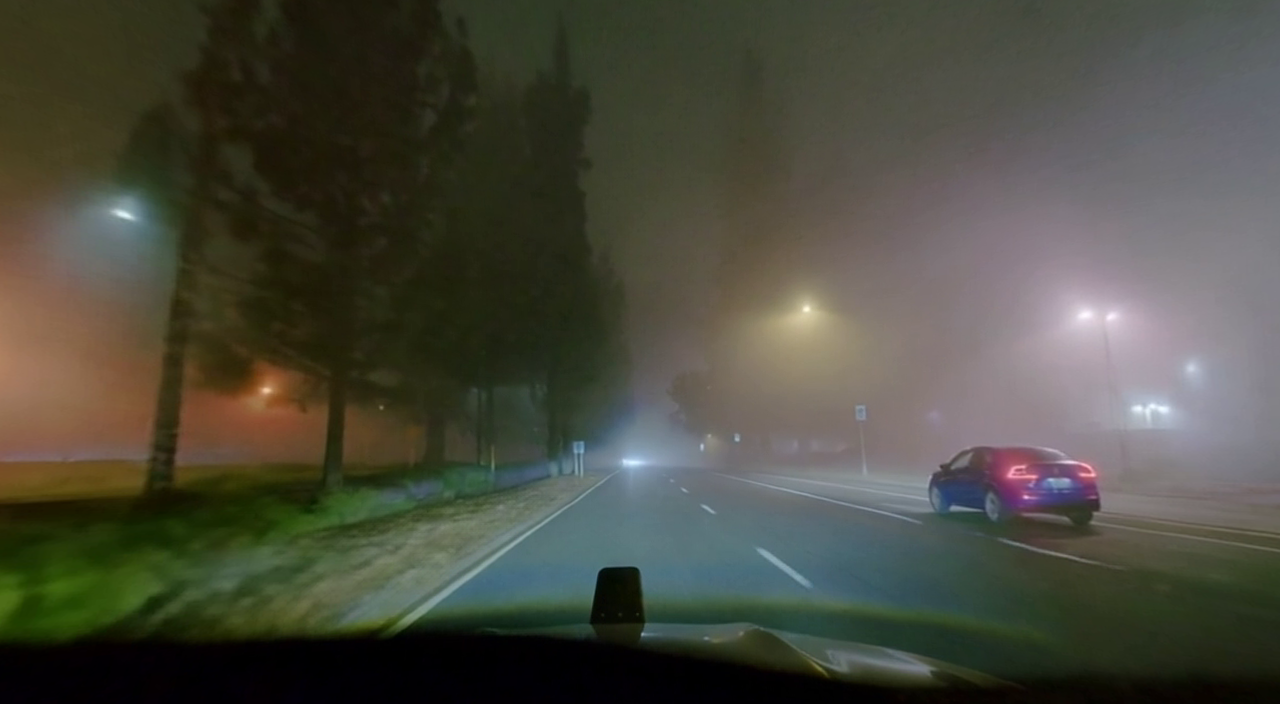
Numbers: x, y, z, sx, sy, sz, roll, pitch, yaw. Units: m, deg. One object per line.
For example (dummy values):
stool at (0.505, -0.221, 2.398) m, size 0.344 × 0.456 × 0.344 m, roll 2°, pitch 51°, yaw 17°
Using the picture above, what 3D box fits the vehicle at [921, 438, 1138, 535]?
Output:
vehicle at (7.057, 2.433, 11.941) m, size 1.797 × 1.518 × 3.433 m, roll 0°, pitch -9°, yaw -1°
